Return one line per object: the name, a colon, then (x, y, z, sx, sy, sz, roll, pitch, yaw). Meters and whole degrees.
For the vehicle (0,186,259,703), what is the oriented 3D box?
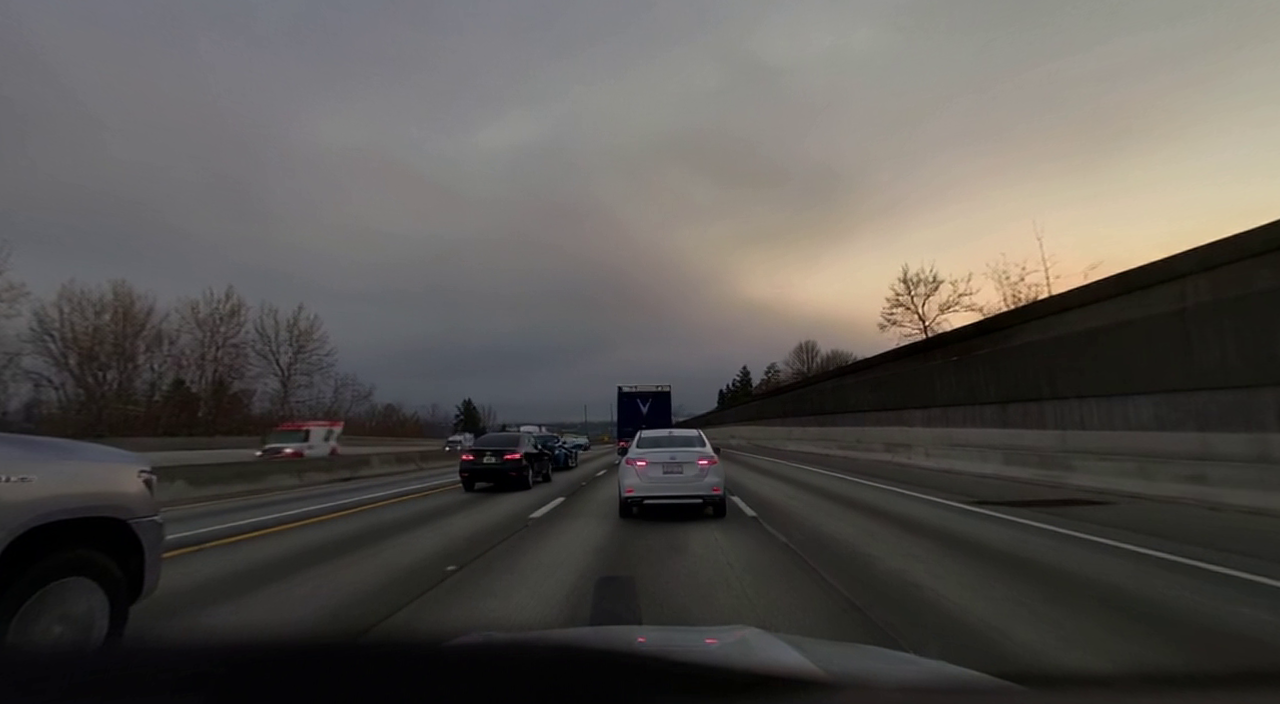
vehicle: (-4.054, 0.332, 1.594, 2.386, 2.435, 5.831, 0, -8, 1)

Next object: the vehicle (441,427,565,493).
vehicle: (-3.363, 2.740, 16.418, 2.087, 1.457, 4.313, 0, -8, 2)

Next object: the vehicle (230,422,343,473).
vehicle: (-18.293, 4.954, 33.001, 2.305, 2.396, 5.841, 0, -8, 2)

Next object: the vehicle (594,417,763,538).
vehicle: (0.544, 1.841, 9.945, 2.089, 1.485, 4.153, 0, -8, 2)

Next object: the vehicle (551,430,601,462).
vehicle: (-3.143, 4.737, 31.786, 1.980, 1.491, 3.655, -1, -8, 3)
